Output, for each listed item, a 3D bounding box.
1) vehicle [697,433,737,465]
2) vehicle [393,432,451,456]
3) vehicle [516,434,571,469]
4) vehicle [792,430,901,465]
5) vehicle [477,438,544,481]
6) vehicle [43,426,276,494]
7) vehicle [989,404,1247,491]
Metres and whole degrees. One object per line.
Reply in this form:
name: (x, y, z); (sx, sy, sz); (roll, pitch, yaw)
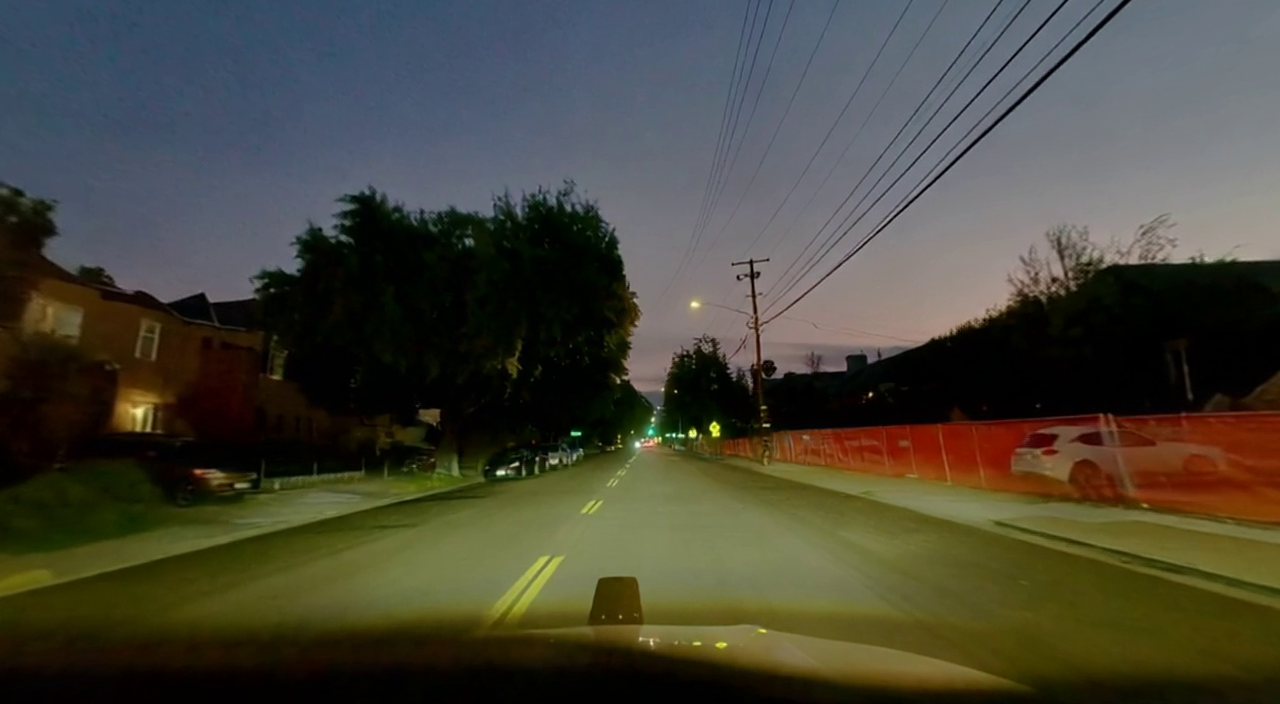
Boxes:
vehicle: (4.788, 6.114, 39.998); (2.134, 1.863, 4.455); (0, -8, 2)
vehicle: (-15.776, 6.687, 45.873); (3.634, 1.520, 1.656); (-3, -8, 0)
vehicle: (-5.438, 5.757, 36.277); (2.158, 1.837, 4.659); (-1, -10, 3)
vehicle: (10.618, 4.932, 32.778); (4.920, 1.759, 1.998); (0, -8, -2)
vehicle: (-5.843, 4.846, 28.952); (1.771, 1.512, 4.281); (5, -6, 4)
vehicle: (-13.089, 2.947, 17.457); (4.752, 1.734, 1.998); (0, -8, 1)
vehicle: (11.174, 2.270, 15.065); (4.399, 1.884, 2.071); (0, -9, -1)
